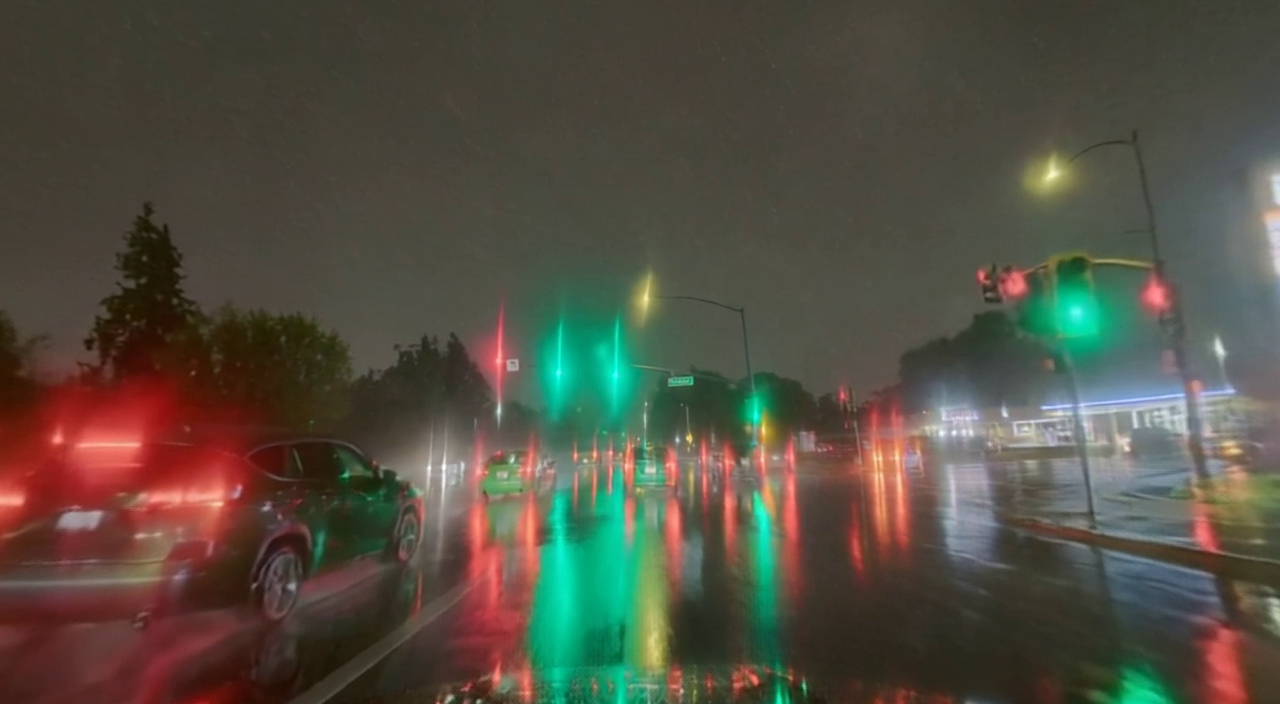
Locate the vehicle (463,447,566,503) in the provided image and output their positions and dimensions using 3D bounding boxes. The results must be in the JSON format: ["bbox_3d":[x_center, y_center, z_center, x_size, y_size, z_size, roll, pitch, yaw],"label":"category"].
[{"bbox_3d":[-3.575,3.579,18.830,1.995,1.436,4.500,-1,-8,2],"label":"vehicle"}]

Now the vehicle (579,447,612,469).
[{"bbox_3d":[-3.237,7.844,46.906,1.896,1.501,4.390,-1,-8,3],"label":"vehicle"}]

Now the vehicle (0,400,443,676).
[{"bbox_3d":[-3.805,1.510,6.404,2.023,1.687,4.874,0,-8,0],"label":"vehicle"}]

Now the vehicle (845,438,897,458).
[{"bbox_3d":[18.182,7.572,49.937,2.081,1.482,4.860,0,-8,-3],"label":"vehicle"}]

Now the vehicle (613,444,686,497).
[{"bbox_3d":[0.296,3.566,19.350,1.994,1.433,3.894,0,-8,1],"label":"vehicle"}]

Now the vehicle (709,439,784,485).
[{"bbox_3d":[3.766,3.978,23.101,1.920,1.479,4.548,0,-8,-1],"label":"vehicle"}]

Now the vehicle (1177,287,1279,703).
[{"bbox_3d":[3.245,0.391,0.257,1.992,1.805,4.549,0,-8,0],"label":"vehicle"}]
